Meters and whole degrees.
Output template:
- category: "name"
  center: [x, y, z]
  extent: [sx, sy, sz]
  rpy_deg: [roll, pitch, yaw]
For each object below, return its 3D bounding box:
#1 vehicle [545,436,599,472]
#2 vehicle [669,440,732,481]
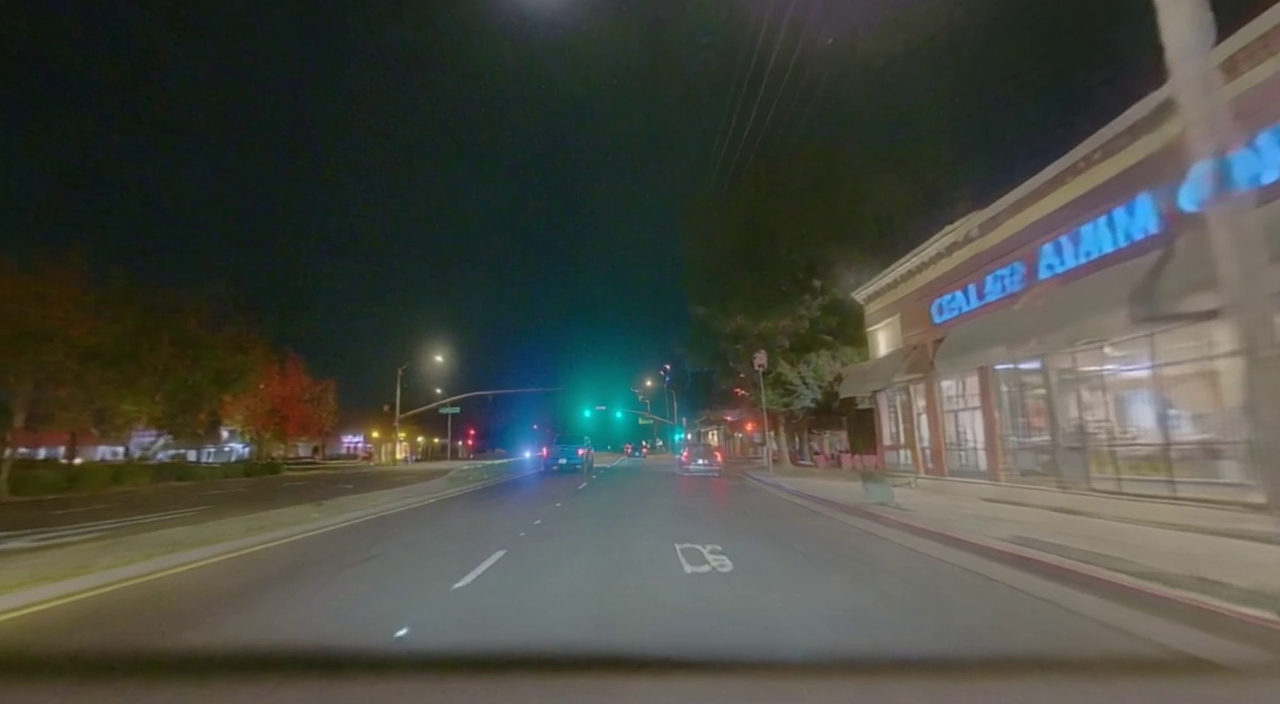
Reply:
- category: "vehicle"
  center: [-3.505, 5.385, 33.519]
  extent: [2.464, 1.777, 5.128]
  rpy_deg: [0, -9, -2]
- category: "vehicle"
  center: [2.304, 4.258, 25.016]
  extent: [2.103, 1.487, 4.101]
  rpy_deg: [0, -9, 0]
